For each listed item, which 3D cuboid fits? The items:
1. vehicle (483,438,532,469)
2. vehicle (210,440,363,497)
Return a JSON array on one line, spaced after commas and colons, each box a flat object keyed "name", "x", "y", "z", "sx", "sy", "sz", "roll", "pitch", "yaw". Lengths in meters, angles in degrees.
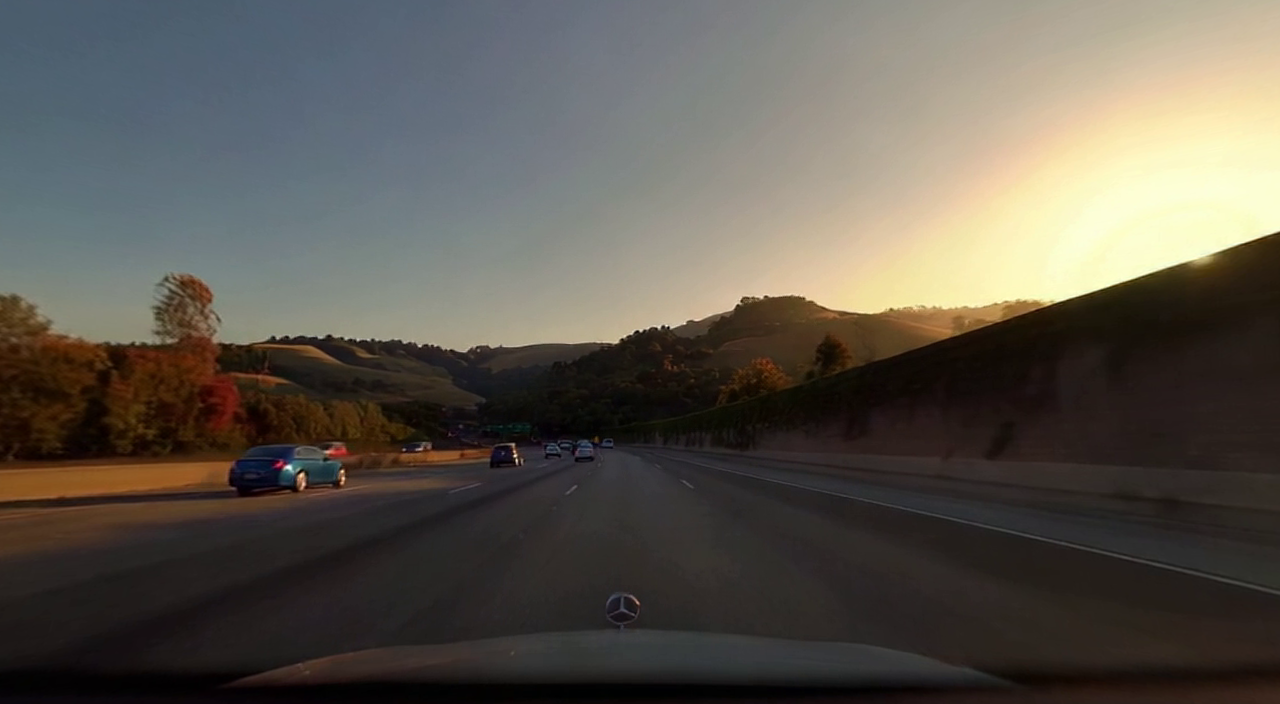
[{"name": "vehicle", "x": -8.015, "y": 6.224, "z": 38.765, "sx": 2.074, "sy": 1.768, "sz": 4.805, "roll": 0, "pitch": -9, "yaw": -2}, {"name": "vehicle", "x": -10.401, "y": 3.444, "z": 19.112, "sx": 1.949, "sy": 1.475, "sz": 4.740, "roll": 0, "pitch": -9, "yaw": -1}]
